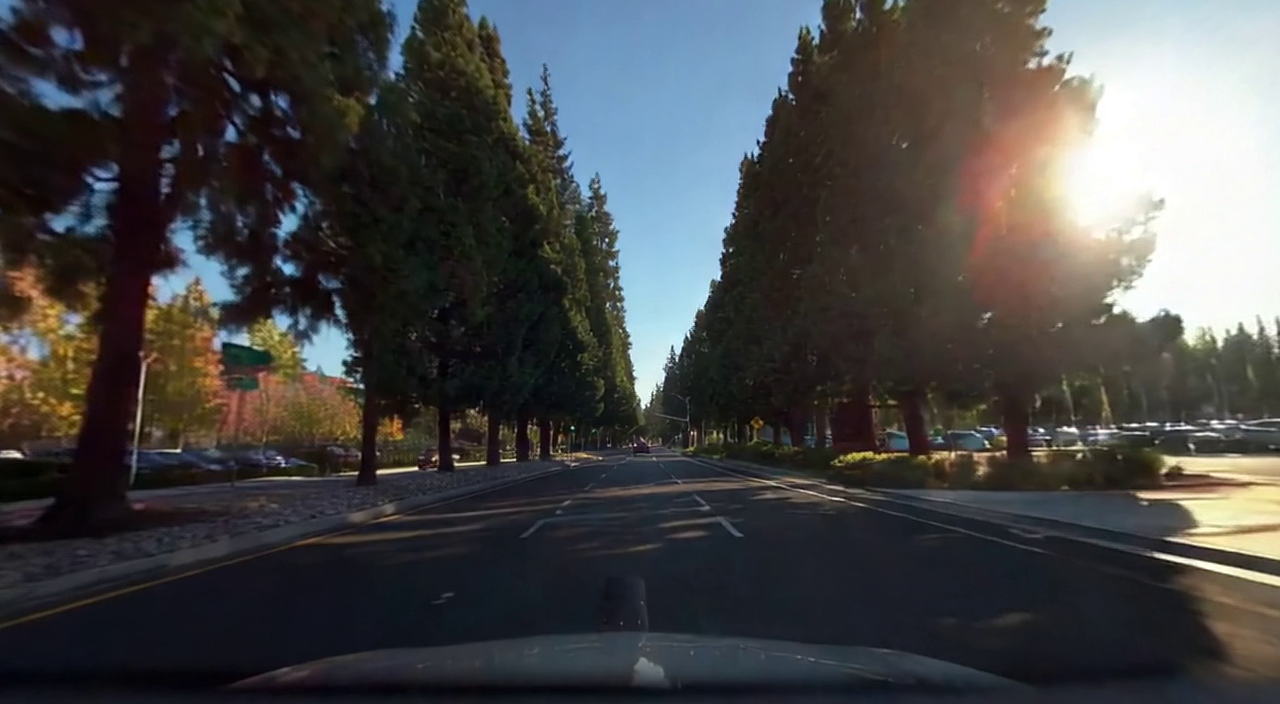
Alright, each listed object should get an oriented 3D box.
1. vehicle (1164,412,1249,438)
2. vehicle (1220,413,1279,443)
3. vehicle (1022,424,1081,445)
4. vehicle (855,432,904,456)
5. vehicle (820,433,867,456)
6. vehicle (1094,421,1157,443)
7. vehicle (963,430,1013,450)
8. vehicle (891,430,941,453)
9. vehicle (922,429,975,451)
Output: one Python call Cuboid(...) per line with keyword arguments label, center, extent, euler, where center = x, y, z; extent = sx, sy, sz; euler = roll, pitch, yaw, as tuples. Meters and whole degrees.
Cuboid(label="vehicle", center=(42.303, 5.495, 47.329), extent=(1.865, 1.737, 4.703), euler=(0, -9, -1))
Cuboid(label="vehicle", center=(34.229, 4.096, 33.849), extent=(1.850, 1.490, 4.701), euler=(-1, -9, 2))
Cuboid(label="vehicle", center=(31.277, 6.325, 48.173), extent=(1.862, 1.537, 4.113), euler=(-1, -9, 2))
Cuboid(label="vehicle", center=(17.855, 6.892, 47.295), extent=(1.907, 1.601, 4.253), euler=(-3, -9, 0))
Cuboid(label="vehicle", center=(15.292, 6.994, 47.667), extent=(1.946, 1.633, 4.367), euler=(-1, -8, -2))
Cuboid(label="vehicle", center=(36.746, 6.105, 47.922), extent=(1.766, 1.510, 3.703), euler=(0, -9, -2))
Cuboid(label="vehicle", center=(25.901, 6.602, 47.109), extent=(1.719, 1.431, 3.666), euler=(-1, -9, 2))
Cuboid(label="vehicle", center=(20.529, 6.710, 47.169), extent=(1.914, 1.585, 4.157), euler=(-1, -8, 1))
Cuboid(label="vehicle", center=(23.215, 6.676, 47.719), extent=(1.954, 1.583, 4.269), euler=(-1, -8, 2))
